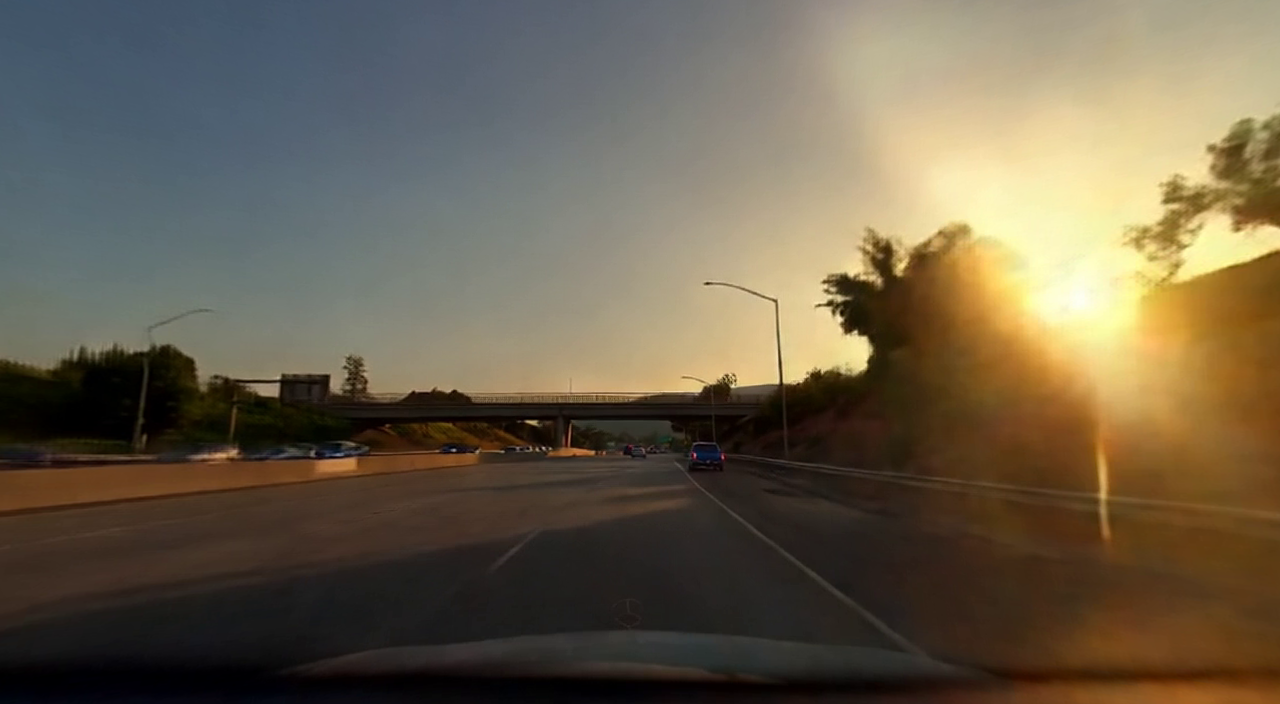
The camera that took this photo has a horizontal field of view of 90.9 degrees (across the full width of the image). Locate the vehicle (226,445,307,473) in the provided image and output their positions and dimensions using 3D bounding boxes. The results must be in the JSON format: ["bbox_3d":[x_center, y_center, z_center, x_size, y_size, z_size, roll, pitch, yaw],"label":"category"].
[{"bbox_3d":[-20.704,5.945,35.207,1.943,1.428,4.122,0,-8,1],"label":"vehicle"}]

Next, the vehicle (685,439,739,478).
[{"bbox_3d":[3.251,4.920,29.434,2.010,1.637,4.940,0,-8,1],"label":"vehicle"}]

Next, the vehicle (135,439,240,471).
[{"bbox_3d":[-24.047,5.468,33.798,2.051,1.570,4.705,0,-8,1],"label":"vehicle"}]
